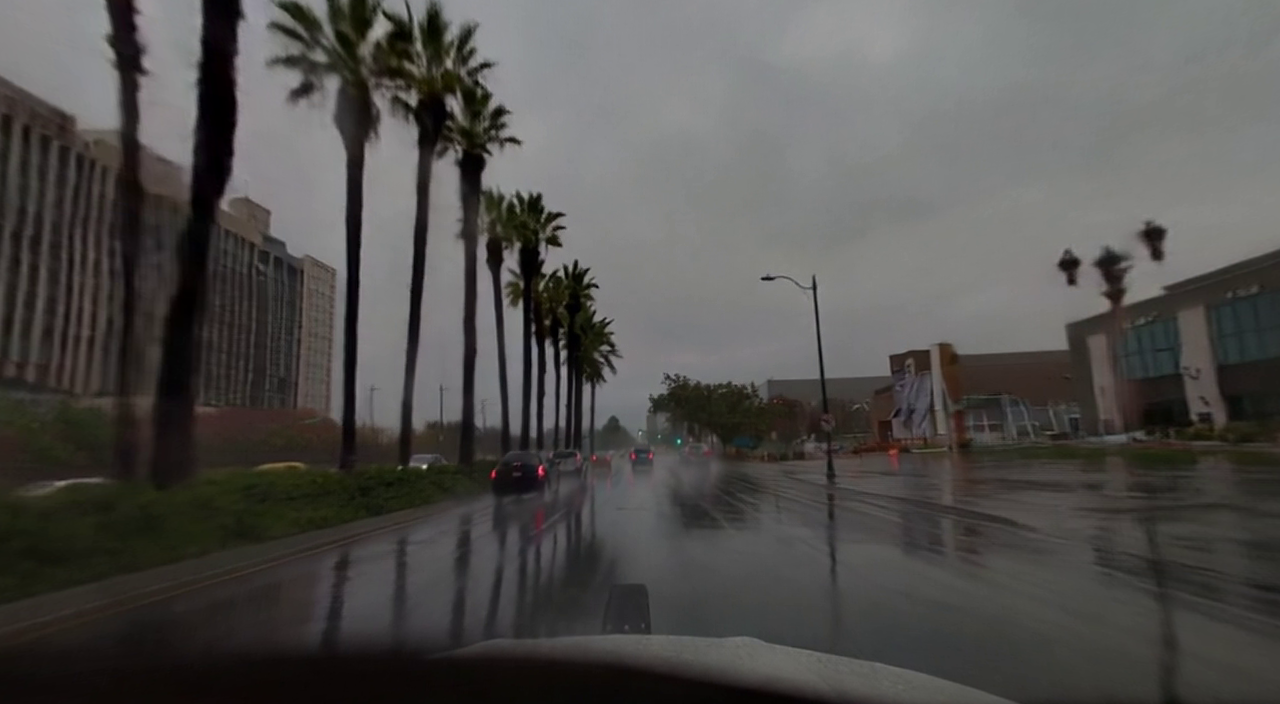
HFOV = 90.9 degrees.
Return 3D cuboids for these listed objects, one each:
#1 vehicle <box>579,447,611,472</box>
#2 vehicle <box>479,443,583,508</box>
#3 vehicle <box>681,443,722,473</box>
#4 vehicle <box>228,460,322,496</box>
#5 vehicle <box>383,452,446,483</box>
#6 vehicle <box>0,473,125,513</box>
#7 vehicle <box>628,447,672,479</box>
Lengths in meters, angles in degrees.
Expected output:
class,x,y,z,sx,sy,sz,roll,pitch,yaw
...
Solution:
class,x,y,z,sx,sy,sz,roll,pitch,yaw
vehicle,-3.250,7.892,46.539,2.168,1.719,4.283,0,-9,-2
vehicle,-2.767,3.244,17.103,1.908,1.505,4.369,-1,-9,2
vehicle,3.821,6.719,40.075,2.108,1.785,4.334,0,-9,-1
vehicle,-17.370,5.987,30.237,1.870,1.511,4.358,0,-9,0
vehicle,-13.666,7.000,38.495,2.096,1.721,4.628,0,-9,1
vehicle,-27.024,6.501,29.395,1.875,1.467,4.747,0,-9,1
vehicle,0.488,5.656,32.368,2.147,1.507,3.953,0,-9,0
